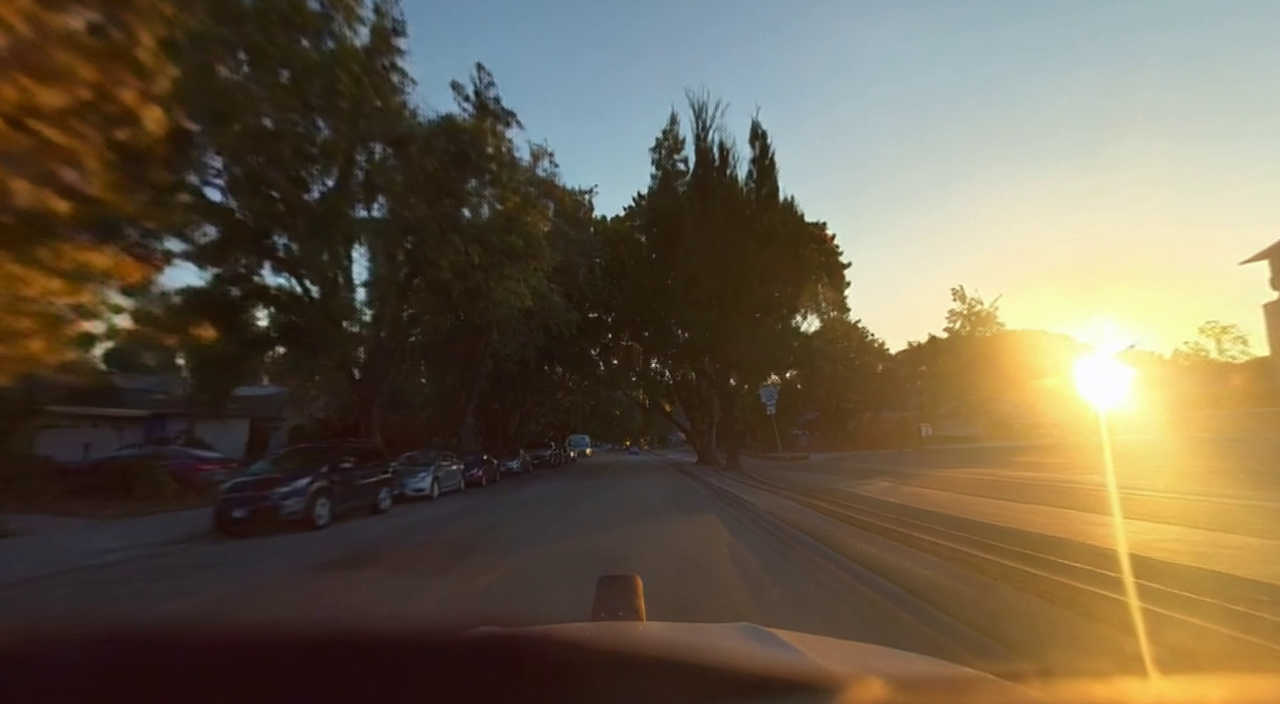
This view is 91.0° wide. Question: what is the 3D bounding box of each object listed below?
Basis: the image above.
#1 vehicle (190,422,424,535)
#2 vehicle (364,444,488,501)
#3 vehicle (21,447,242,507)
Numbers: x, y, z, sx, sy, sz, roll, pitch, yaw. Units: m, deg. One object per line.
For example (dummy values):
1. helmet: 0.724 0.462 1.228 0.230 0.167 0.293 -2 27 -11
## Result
1. vehicle: -6.501 2.516 13.211 2.020 1.842 5.116 1 -8 1
2. vehicle: -6.505 3.678 19.871 2.074 1.502 5.098 0 -8 0
3. vehicle: -13.869 3.414 17.426 4.189 1.450 2.196 -1 -9 -1
